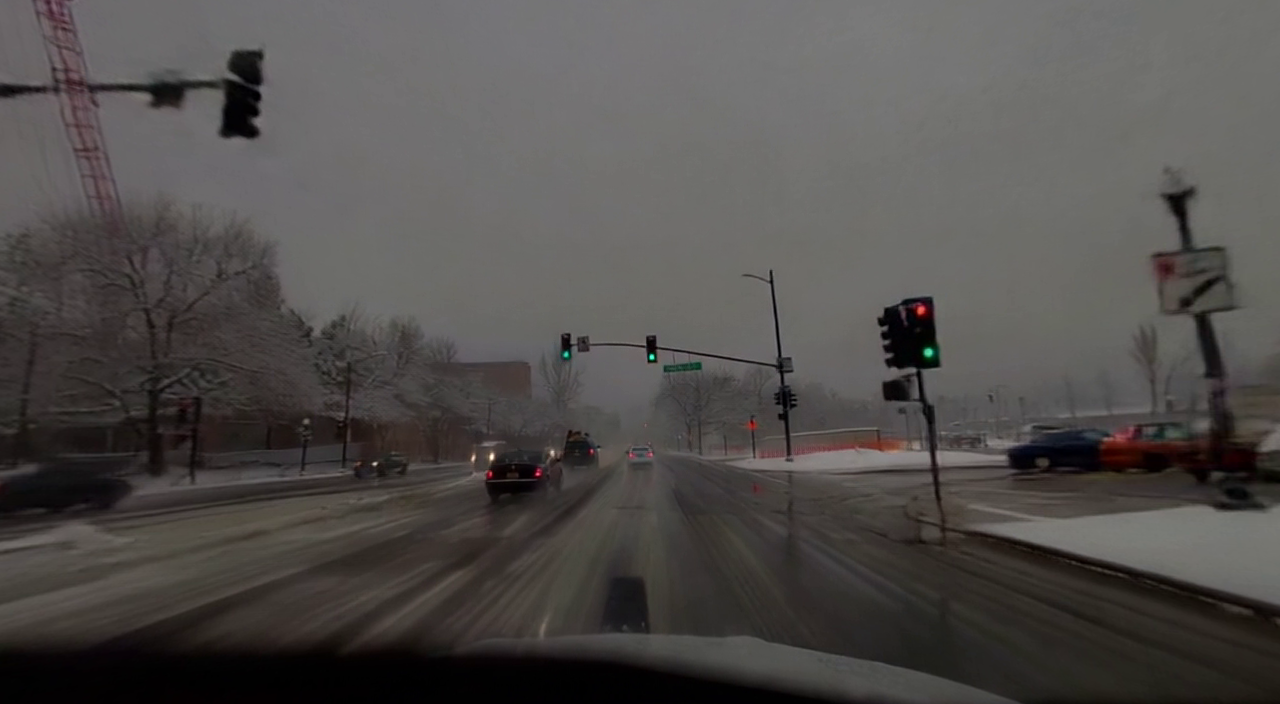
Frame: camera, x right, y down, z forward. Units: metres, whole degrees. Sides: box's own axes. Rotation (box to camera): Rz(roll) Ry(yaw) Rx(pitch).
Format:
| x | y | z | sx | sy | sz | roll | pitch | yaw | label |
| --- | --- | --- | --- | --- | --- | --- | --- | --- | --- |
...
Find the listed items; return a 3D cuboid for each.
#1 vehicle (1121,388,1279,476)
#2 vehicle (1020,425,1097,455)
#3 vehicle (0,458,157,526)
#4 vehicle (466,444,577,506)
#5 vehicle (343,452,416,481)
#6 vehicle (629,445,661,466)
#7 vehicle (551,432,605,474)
| x | y | z | sx | sy | sz | roll | pitch | yaw | label |
| --- | --- | --- | --- | --- | --- | --- | --- | --- | --- |
| 11.971 | 1.627 | 12.673 | 3.500 | 1.563 | 1.871 | 2 | -9 | -19 | vehicle |
| 28.035 | 5.914 | 42.384 | 4.014 | 1.681 | 1.834 | 0 | -11 | 23 | vehicle |
| -15.319 | 3.531 | 16.457 | 1.879 | 1.450 | 4.279 | 0 | -9 | 2 | vehicle |
| -2.971 | 3.188 | 16.852 | 1.959 | 1.406 | 4.527 | 0 | -9 | 2 | vehicle |
| -14.440 | 6.340 | 35.217 | 1.935 | 1.481 | 4.702 | 0 | -9 | 2 | vehicle |
| 0.387 | 7.421 | 45.297 | 2.171 | 1.422 | 4.146 | 0 | -9 | 1 | vehicle |
| -3.169 | 5.277 | 33.114 | 2.240 | 2.054 | 4.662 | 0 | -9 | 1 | vehicle |
